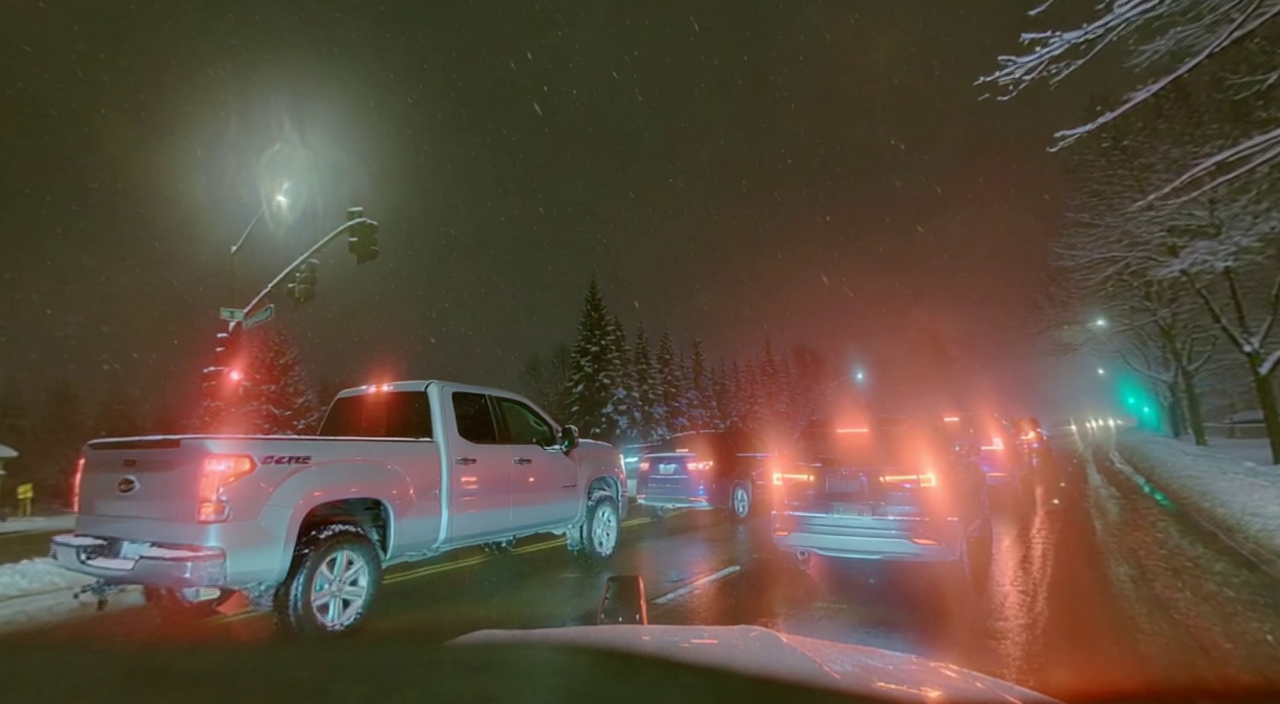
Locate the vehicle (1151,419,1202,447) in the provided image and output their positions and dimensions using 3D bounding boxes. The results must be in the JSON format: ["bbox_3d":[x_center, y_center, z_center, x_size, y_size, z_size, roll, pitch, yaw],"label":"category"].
[{"bbox_3d":[35.862,5.470,42.275,2.183,1.714,4.491,-6,-11,36],"label":"vehicle"}]

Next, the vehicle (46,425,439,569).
[{"bbox_3d":[-5.948,2.127,10.193,1.982,1.712,4.862,-6,-10,35],"label":"vehicle"}]

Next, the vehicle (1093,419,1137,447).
[{"bbox_3d":[32.845,5.669,43.737,2.160,1.790,4.303,-6,-10,35],"label":"vehicle"}]

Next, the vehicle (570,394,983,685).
[{"bbox_3d":[1.711,1.375,5.985,2.027,1.549,4.801,-6,-10,35],"label":"vehicle"}]

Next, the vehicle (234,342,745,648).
[{"bbox_3d":[-0.872,1.405,7.460,2.272,2.016,6.146,-5,-10,28],"label":"vehicle"}]
